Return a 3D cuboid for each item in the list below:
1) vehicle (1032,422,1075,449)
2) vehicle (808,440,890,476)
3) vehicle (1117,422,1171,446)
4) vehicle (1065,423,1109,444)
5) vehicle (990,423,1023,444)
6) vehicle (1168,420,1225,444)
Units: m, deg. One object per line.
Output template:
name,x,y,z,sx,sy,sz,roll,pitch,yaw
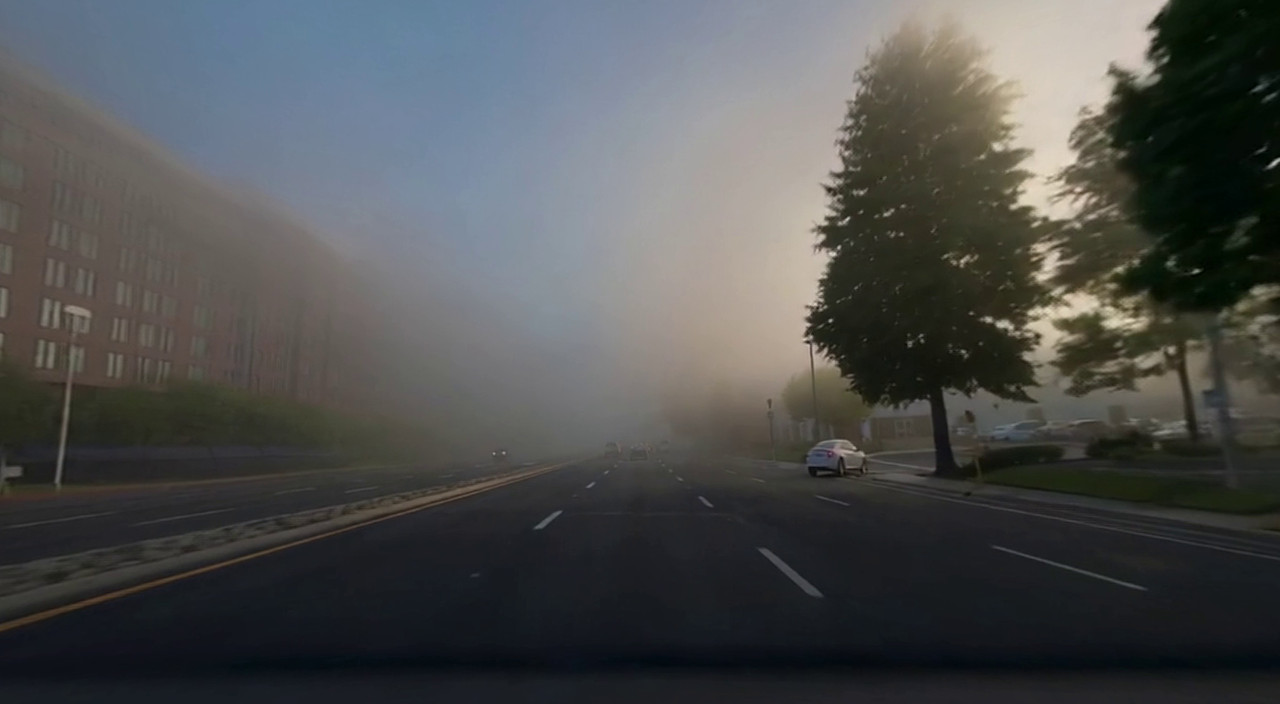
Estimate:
vehicle,28.085,5.723,42.755,2.042,1.690,4.562,-5,-10,29
vehicle,10.922,5.434,32.601,2.129,1.696,5.061,-7,-11,42
vehicle,33.712,5.529,42.132,1.916,1.491,4.491,-4,-9,28
vehicle,33.707,6.189,47.442,1.977,1.511,4.134,-4,-9,26
vehicle,28.482,6.369,48.873,1.797,1.498,4.412,-3,-9,25
vehicle,36.549,5.327,41.309,1.778,1.477,3.942,-4,-9,27
